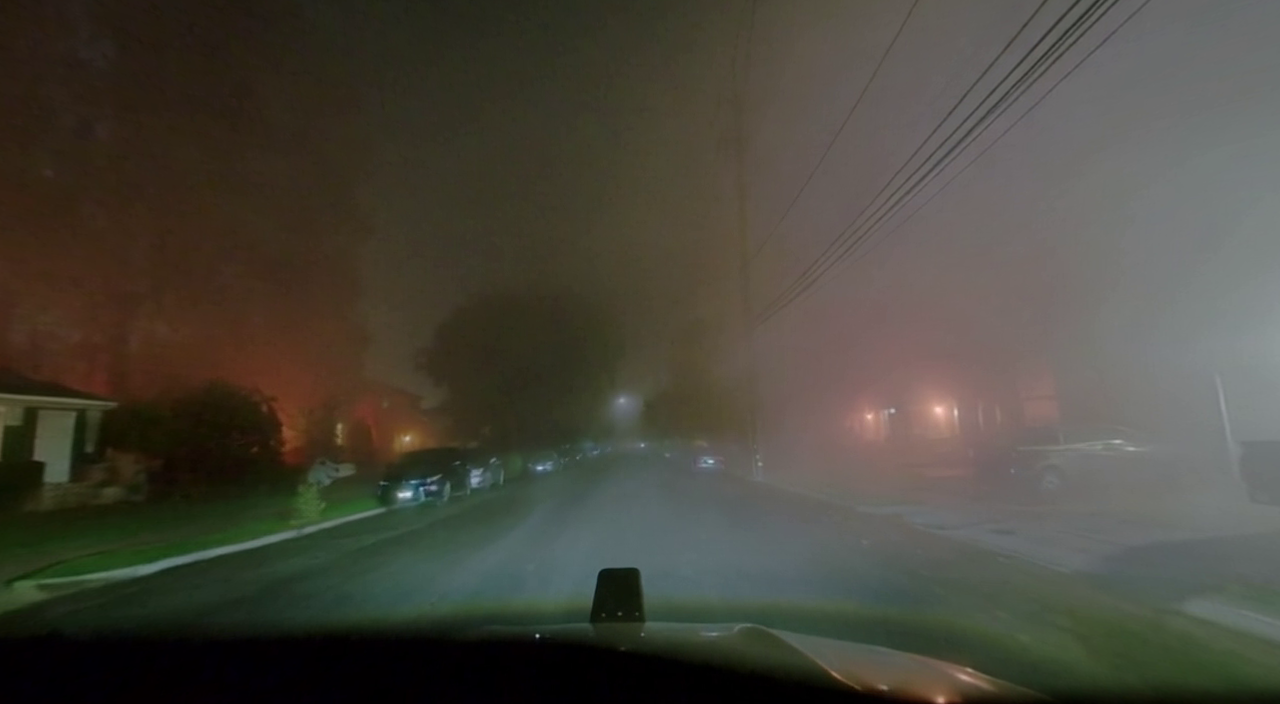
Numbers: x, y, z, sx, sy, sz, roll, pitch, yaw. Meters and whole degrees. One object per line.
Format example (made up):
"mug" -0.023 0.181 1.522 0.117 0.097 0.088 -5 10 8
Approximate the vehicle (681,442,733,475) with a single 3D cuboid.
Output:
"vehicle" 3.536 5.734 34.388 2.247 1.618 4.655 2 -8 -1

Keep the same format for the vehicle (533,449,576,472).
"vehicle" -5.924 7.617 44.374 2.199 1.439 4.757 0 -10 2

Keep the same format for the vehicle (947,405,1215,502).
"vehicle" 9.909 2.269 14.499 4.559 1.843 2.081 -2 -7 -3

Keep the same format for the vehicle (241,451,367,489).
"vehicle" -16.002 5.621 30.317 4.706 1.681 2.389 -1 -9 5

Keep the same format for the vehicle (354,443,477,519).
"vehicle" -6.115 3.488 17.737 2.035 1.736 3.955 -3 -8 -1
